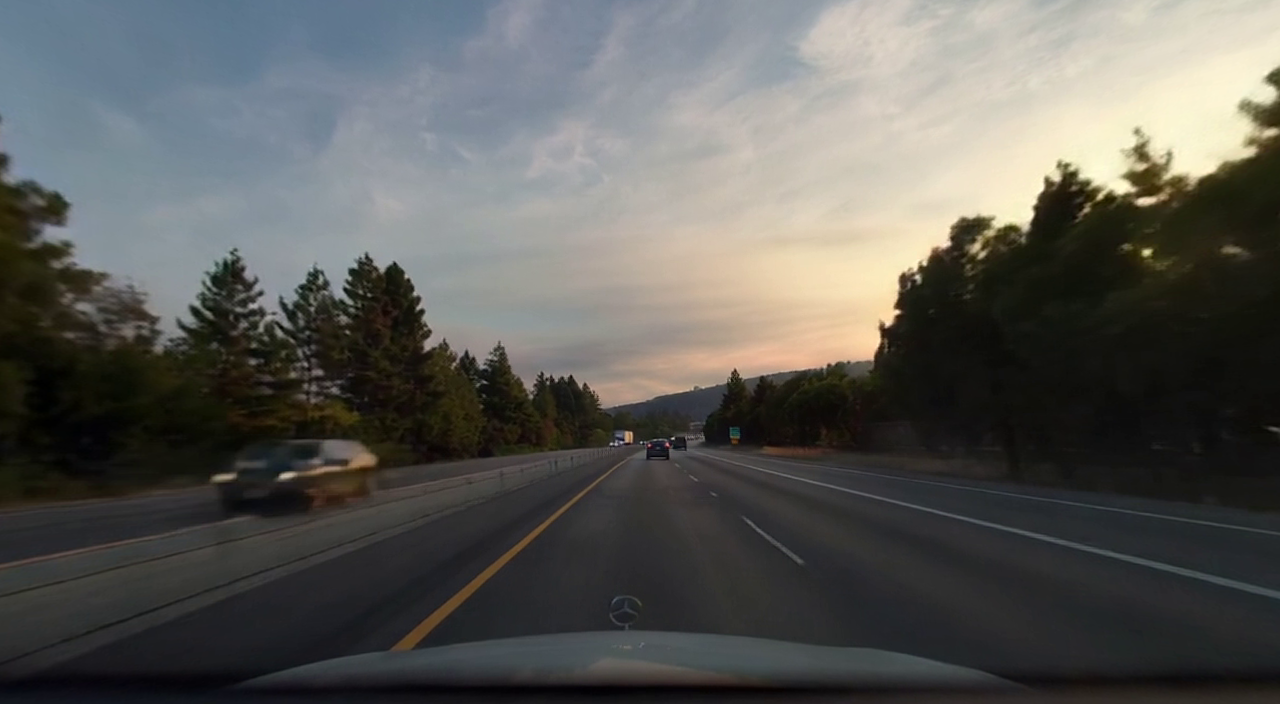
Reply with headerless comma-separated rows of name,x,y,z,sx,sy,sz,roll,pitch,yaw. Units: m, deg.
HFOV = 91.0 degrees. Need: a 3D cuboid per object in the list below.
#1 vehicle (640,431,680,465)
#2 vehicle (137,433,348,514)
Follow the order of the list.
vehicle,1.236,5.886,38.692,2.301,1.944,4.554,0,-8,2
vehicle,-8.238,2.517,13.574,1.865,1.485,3.974,0,-8,1
